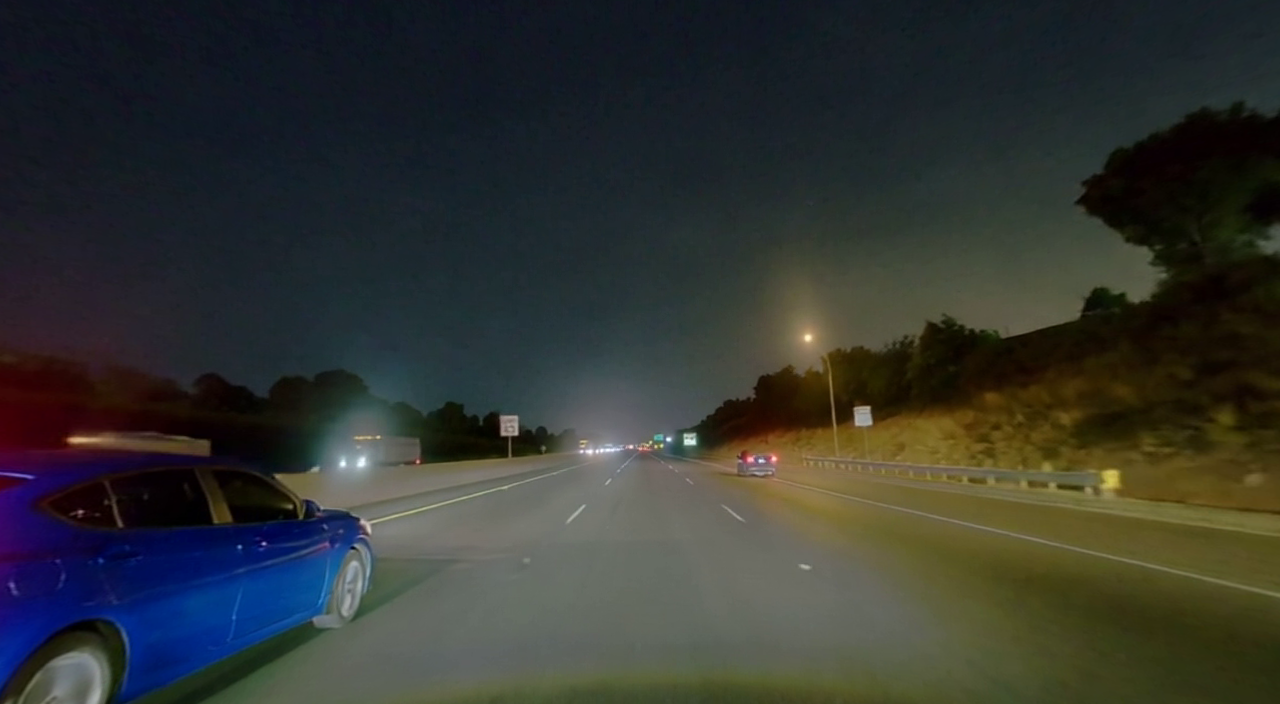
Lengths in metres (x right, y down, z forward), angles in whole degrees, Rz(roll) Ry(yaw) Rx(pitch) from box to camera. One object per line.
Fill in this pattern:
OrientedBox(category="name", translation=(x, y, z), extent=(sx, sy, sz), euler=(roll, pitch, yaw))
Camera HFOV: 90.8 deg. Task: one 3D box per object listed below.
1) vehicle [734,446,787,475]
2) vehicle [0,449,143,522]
OrientedBox(category="vehicle", translation=(6.599, 5.983, 35.011), extent=(1.967, 1.472, 3.751), euler=(0, -9, -3))
OrientedBox(category="vehicle", translation=(-19.401, 4.223, 20.622), extent=(2.091, 2.078, 5.210), euler=(0, -9, -1))
